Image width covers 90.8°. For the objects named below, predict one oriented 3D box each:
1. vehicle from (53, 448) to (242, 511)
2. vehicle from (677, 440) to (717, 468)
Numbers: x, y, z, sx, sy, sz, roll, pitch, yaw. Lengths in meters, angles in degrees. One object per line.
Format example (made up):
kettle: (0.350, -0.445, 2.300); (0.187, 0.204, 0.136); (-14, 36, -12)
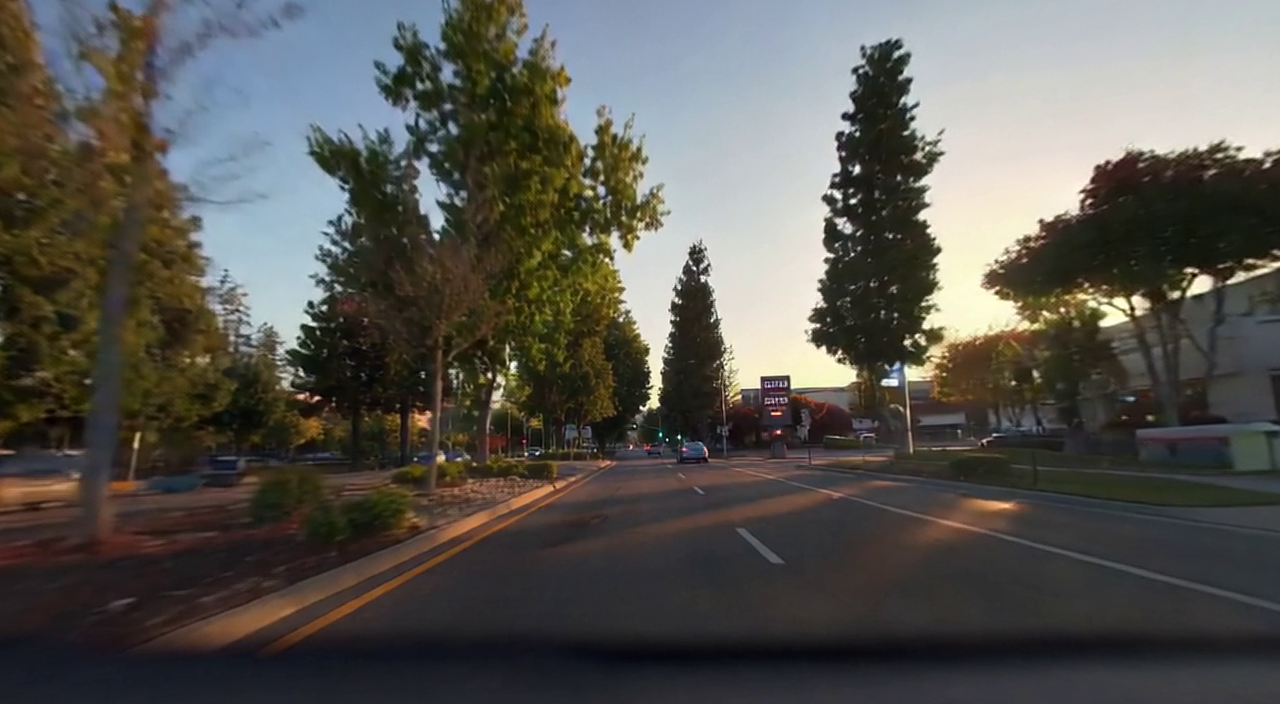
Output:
vehicle: (-14.092, 3.631, 18.545); (1.962, 1.574, 4.612); (0, -8, -2)
vehicle: (3.414, 6.184, 38.412); (1.961, 1.580, 4.020); (0, -8, -2)
